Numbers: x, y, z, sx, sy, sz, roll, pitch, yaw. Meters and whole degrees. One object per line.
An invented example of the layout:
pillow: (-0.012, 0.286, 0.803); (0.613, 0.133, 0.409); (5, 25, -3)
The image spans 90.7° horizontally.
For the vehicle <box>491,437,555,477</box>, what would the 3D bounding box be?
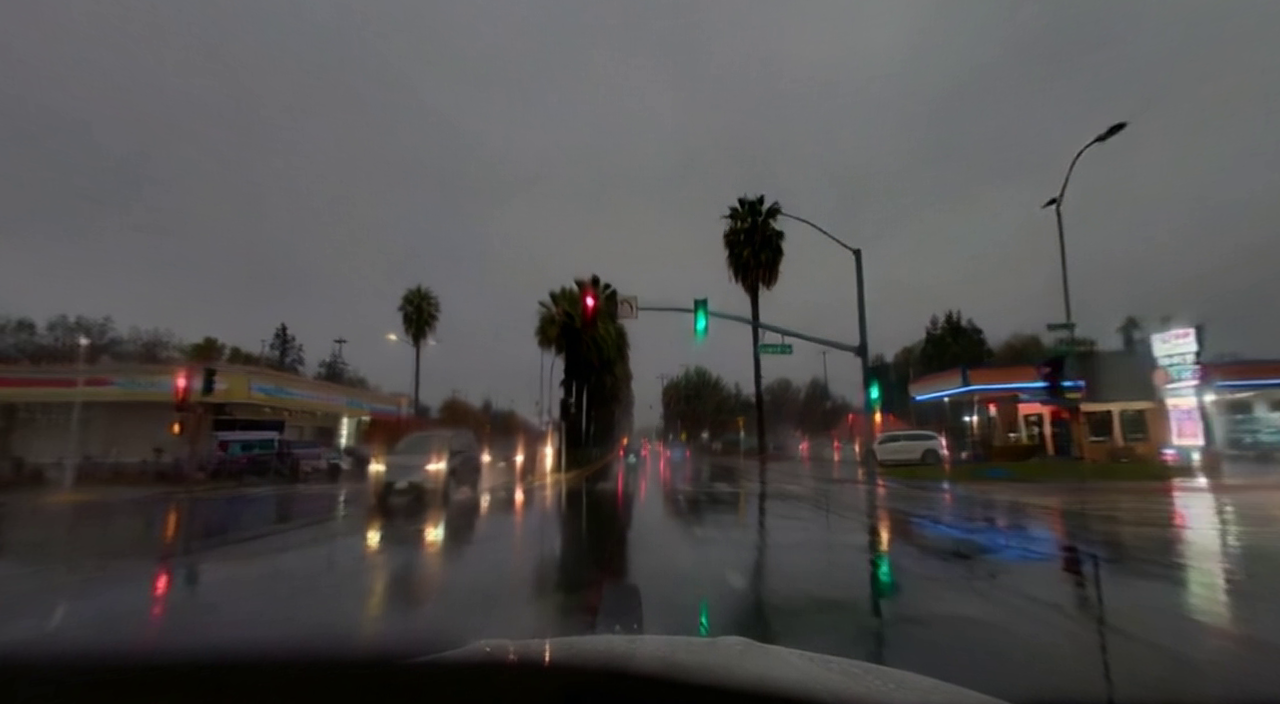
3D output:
vehicle: (-5.279, 4.781, 29.087); (2.060, 1.643, 4.359); (0, -8, 0)

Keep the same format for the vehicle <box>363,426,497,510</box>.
vehicle: (-5.199, 2.869, 16.364); (2.032, 1.747, 4.479); (-2, -7, -2)

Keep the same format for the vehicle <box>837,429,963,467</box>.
vehicle: (13.682, 5.095, 33.551); (5.718, 1.911, 2.088); (0, -8, -2)

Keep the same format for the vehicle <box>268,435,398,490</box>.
vehicle: (-11.580, 4.194, 24.482); (2.161, 1.830, 5.674); (0, -8, 0)

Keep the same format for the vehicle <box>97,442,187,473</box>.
vehicle: (-31.057, 6.582, 39.660); (2.009, 1.790, 4.501); (0, -8, -2)

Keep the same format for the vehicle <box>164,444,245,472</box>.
vehicle: (-27.219, 6.608, 39.767); (1.969, 1.627, 4.508); (0, -8, -2)

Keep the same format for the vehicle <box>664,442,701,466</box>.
vehicle: (2.772, 6.846, 42.644); (2.060, 1.471, 4.168); (0, -8, -2)

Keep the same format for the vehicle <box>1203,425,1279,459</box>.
vehicle: (34.179, 4.936, 34.604); (4.597, 1.775, 1.982); (-1, -8, 6)

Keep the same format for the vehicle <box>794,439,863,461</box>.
vehicle: (13.644, 7.090, 45.965); (4.360, 1.523, 1.900); (0, -8, -1)

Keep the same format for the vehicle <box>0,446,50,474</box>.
vehicle: (-40.281, 6.865, 40.263); (1.791, 1.696, 3.791); (0, -8, -3)

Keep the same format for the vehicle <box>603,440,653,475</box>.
vehicle: (-0.577, 4.902, 29.723); (2.160, 1.508, 4.319); (0, -8, -1)
